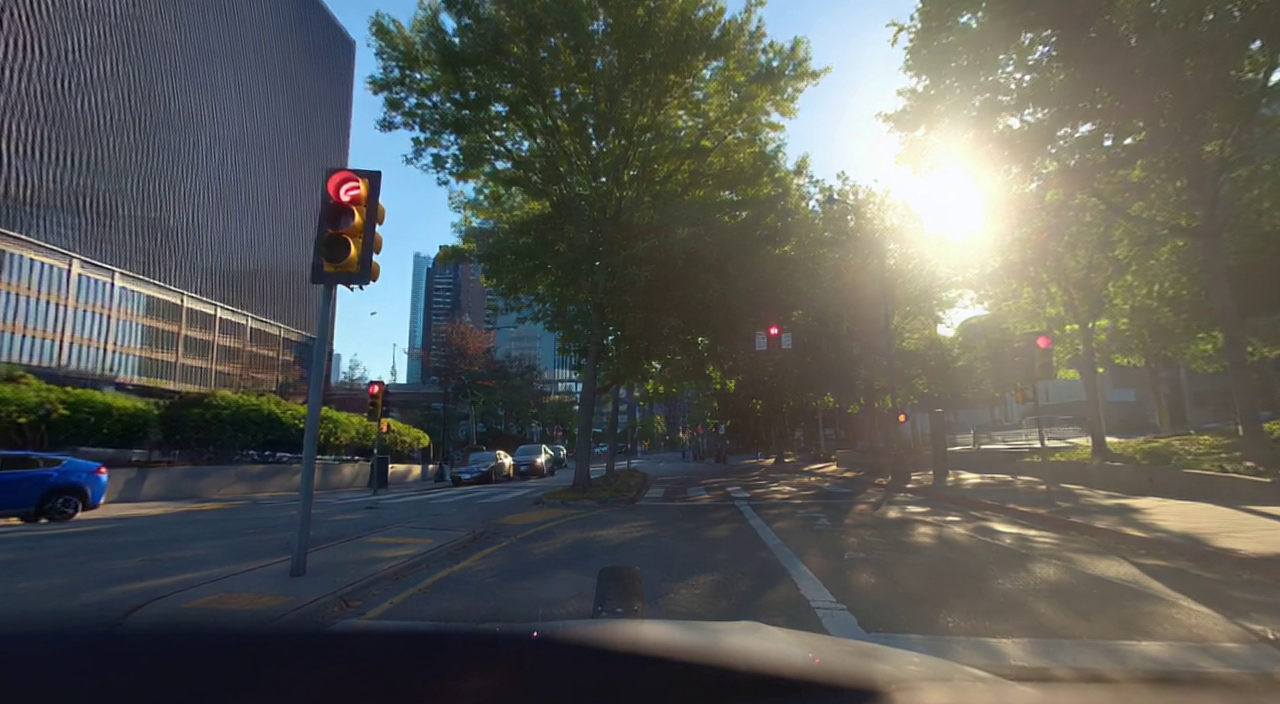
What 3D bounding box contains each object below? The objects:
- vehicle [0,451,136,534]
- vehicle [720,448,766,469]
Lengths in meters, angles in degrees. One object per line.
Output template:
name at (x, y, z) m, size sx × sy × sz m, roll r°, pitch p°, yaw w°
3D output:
vehicle at (-12.856, 2.712, 12.270) m, size 4.598 × 1.490 × 1.816 m, roll 7°, pitch -11°, yaw -40°
vehicle at (7.856, 8.118, 48.418) m, size 1.829 × 1.440 × 4.384 m, roll 2°, pitch -9°, yaw -14°
